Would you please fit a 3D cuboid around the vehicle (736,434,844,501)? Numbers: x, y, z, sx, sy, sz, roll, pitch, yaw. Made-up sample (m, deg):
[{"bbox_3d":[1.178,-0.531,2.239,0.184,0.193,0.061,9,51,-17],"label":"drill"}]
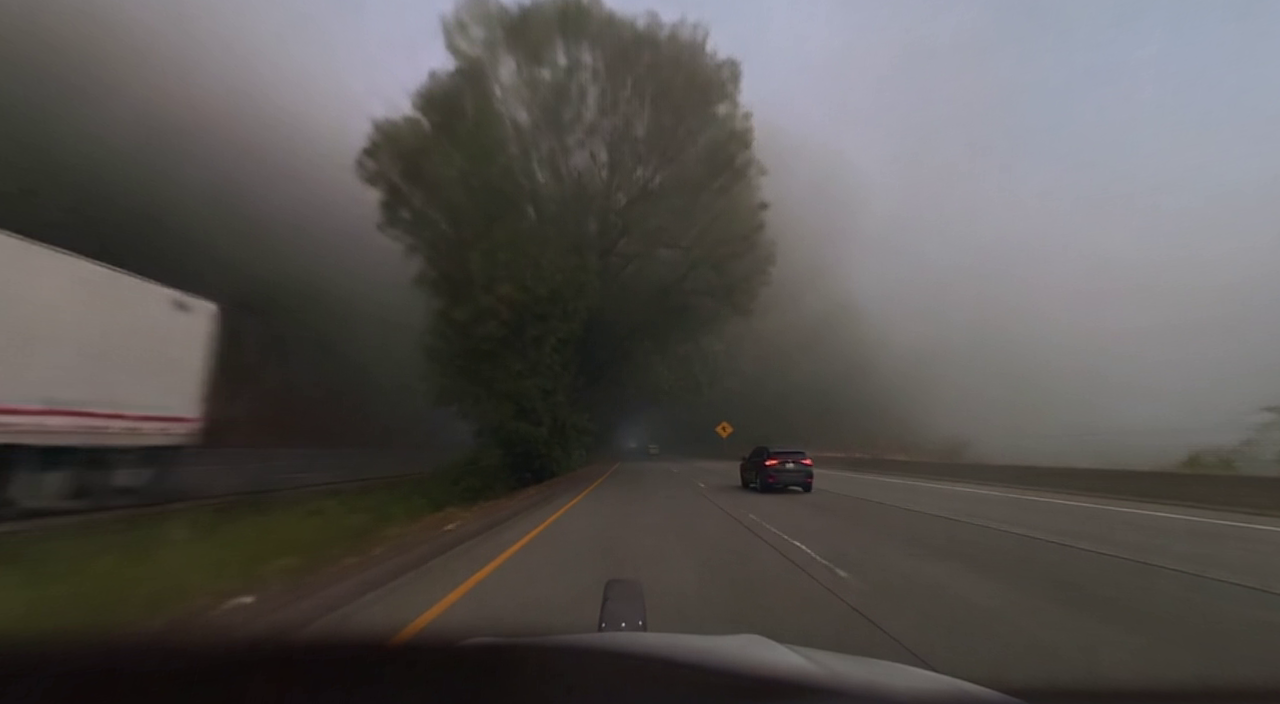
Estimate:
[{"bbox_3d":[4.127,3.240,18.113,1.933,1.663,4.440,0,-9,-1],"label":"vehicle"}]
